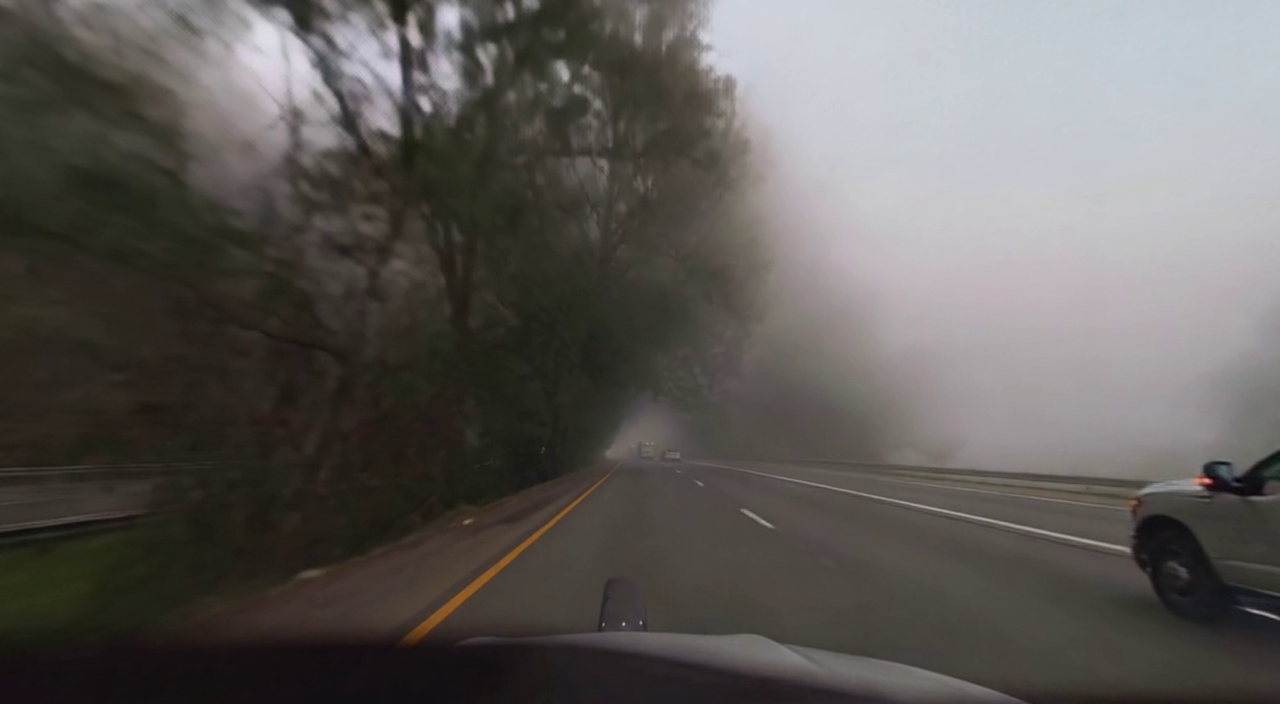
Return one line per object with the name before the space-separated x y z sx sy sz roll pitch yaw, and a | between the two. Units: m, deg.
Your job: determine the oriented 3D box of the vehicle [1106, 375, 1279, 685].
vehicle | 4.425 0.802 2.363 1.933 1.663 4.440 0 -9 0
